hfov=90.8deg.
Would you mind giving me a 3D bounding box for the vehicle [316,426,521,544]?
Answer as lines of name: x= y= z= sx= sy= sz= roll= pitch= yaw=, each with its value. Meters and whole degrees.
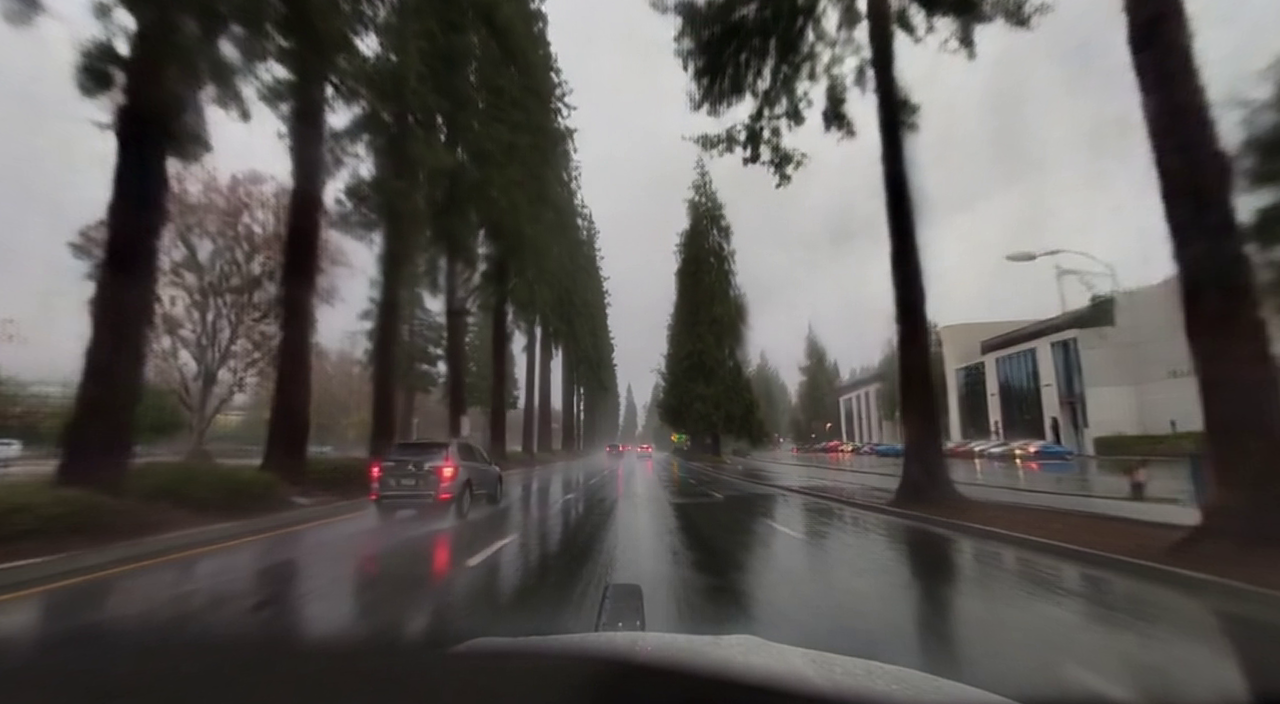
vehicle: x=-3.410 y=2.128 z=10.732 sx=1.942 sy=1.588 sz=4.172 roll=0 pitch=-9 yaw=0
